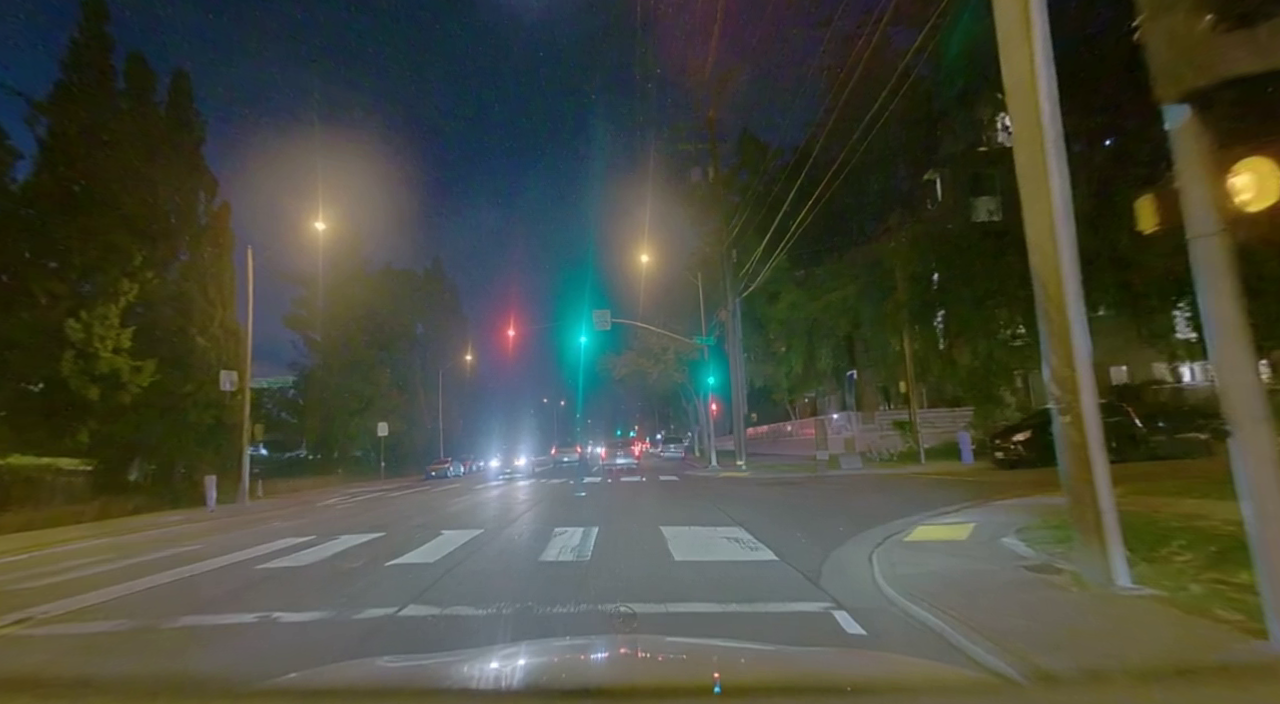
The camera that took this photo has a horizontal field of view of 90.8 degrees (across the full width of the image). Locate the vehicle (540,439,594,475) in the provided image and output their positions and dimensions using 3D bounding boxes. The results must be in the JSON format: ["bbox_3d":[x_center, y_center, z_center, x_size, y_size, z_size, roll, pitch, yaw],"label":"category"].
[{"bbox_3d":[-3.385,4.958,30.081,2.117,1.528,4.277,-1,-8,-1],"label":"vehicle"}]

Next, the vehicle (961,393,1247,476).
[{"bbox_3d":[13.109,2.416,18.288,6.141,2.000,2.552,-2,-9,1],"label":"vehicle"}]

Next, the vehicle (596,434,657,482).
[{"bbox_3d":[-0.514,3.869,23.378,2.041,1.575,4.304,0,-8,-2],"label":"vehicle"}]

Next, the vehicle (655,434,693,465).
[{"bbox_3d":[2.143,6.350,41.416,2.119,1.884,4.567,0,-8,-2],"label":"vehicle"}]

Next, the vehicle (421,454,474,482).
[{"bbox_3d":[-12.804,7.702,42.271,2.050,1.518,5.115,-2,-8,-1],"label":"vehicle"}]

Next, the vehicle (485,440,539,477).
[{"bbox_3d":[-6.765,5.644,33.769,1.958,1.706,4.281,-4,-8,-1],"label":"vehicle"}]
